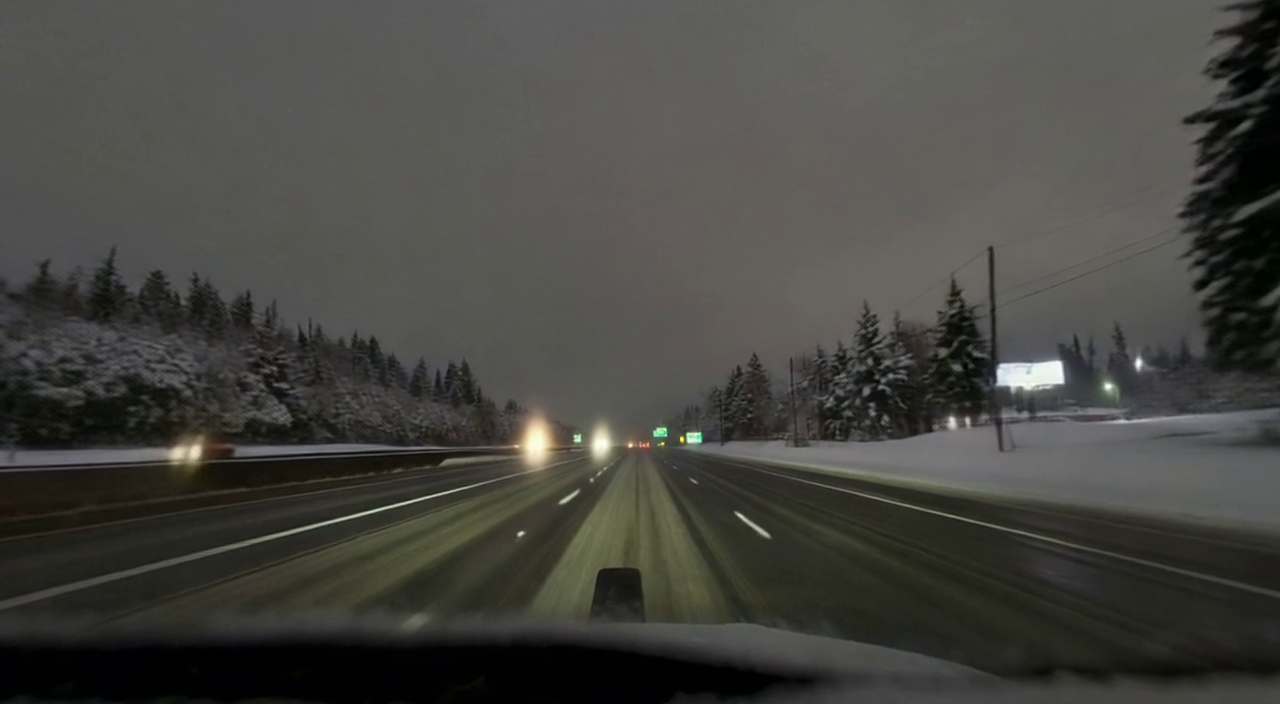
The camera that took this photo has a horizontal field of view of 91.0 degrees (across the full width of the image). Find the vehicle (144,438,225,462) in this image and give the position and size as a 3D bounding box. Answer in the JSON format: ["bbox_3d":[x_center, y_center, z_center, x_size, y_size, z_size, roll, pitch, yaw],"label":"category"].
[{"bbox_3d":[-35.957,7.788,49.935,2.097,1.760,5.630,0,-9,1],"label":"vehicle"}]
